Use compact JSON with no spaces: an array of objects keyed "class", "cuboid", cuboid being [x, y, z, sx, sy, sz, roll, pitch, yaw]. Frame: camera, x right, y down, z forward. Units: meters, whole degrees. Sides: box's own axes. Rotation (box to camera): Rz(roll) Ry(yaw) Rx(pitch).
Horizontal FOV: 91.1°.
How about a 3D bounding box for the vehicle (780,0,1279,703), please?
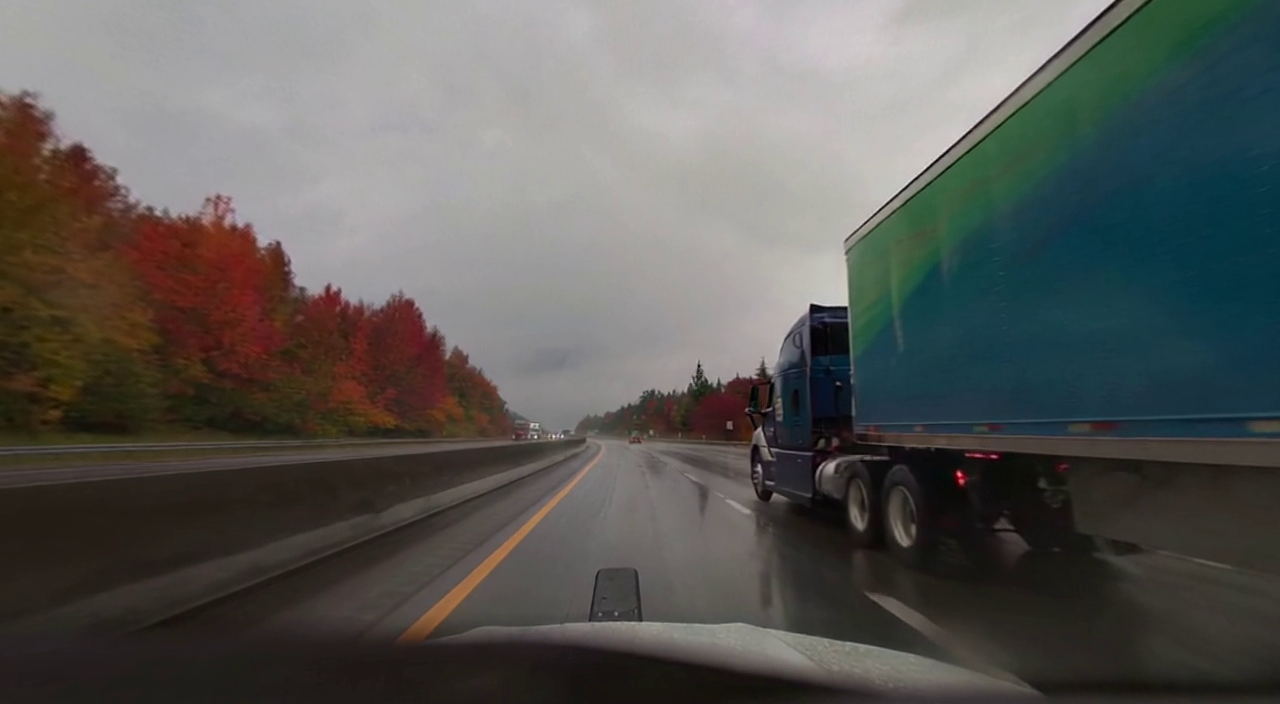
[{"class":"vehicle","cuboid":[3.757,-0.363,3.034,2.926,4.008,14.104,0,-8,0]}]
